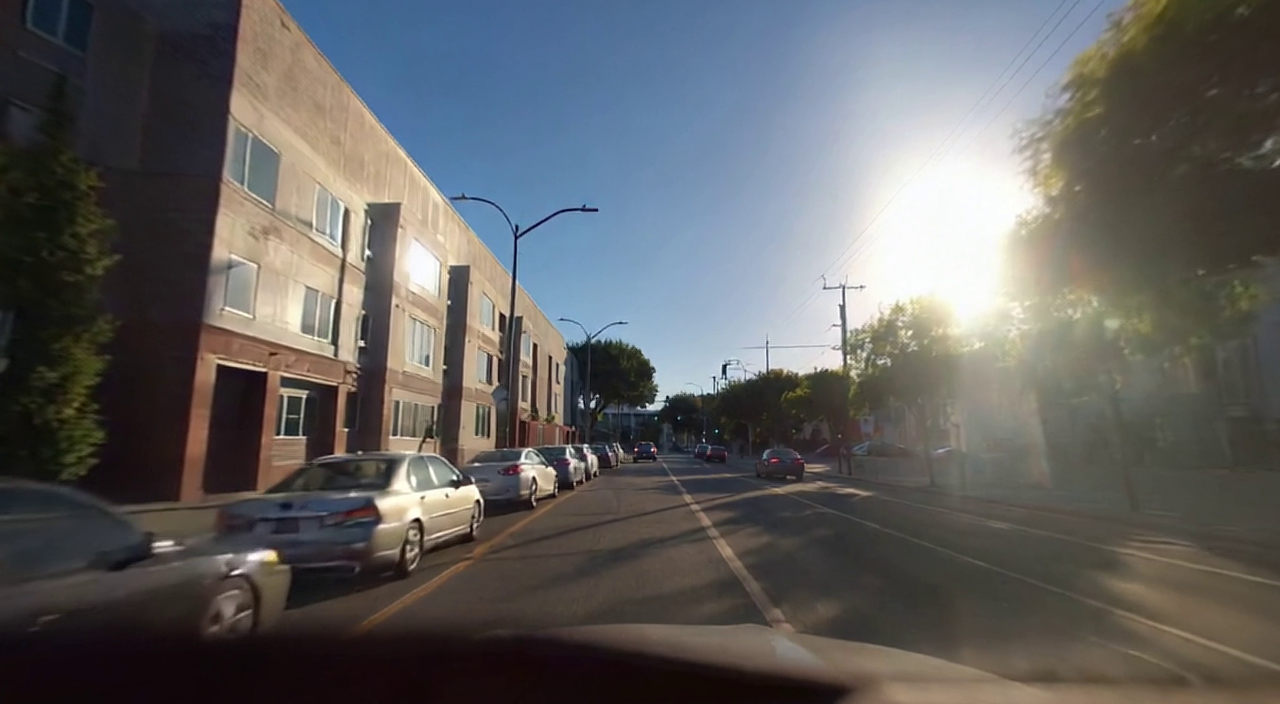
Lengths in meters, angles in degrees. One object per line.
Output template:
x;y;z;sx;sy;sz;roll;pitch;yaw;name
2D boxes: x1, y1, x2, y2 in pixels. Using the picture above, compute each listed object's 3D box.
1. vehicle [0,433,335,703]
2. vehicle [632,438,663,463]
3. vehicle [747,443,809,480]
-3.200;1.001;2.339;1.944;1.382;4.165;0;-8;2;vehicle
0.585;6.945;44.654;2.122;1.689;3.885;0;-8;2;vehicle
5.751;4.601;26.703;1.799;1.463;3.464;0;-8;-1;vehicle
